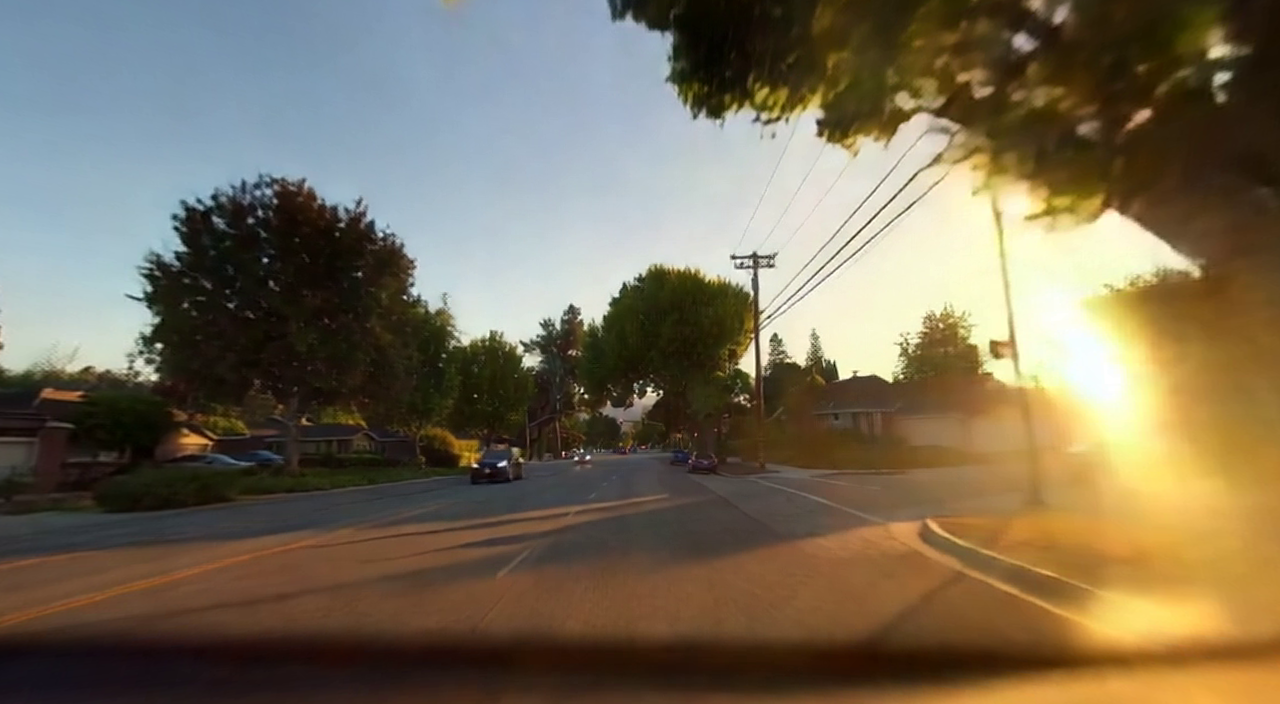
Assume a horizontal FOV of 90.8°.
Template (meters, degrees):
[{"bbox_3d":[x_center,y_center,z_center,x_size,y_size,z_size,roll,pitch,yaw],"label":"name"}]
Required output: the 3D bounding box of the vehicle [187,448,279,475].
[{"bbox_3d":[-28.581,7.688,44.480,4.750,1.845,2.382,0,-9,-1],"label":"vehicle"}]

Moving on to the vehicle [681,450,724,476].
[{"bbox_3d":[3.756,6.733,38.626,2.031,1.500,4.590,0,-9,-1],"label":"vehicle"}]

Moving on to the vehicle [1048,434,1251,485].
[{"bbox_3d":[15.760,3.338,19.741,4.628,1.484,1.946,0,-9,-1],"label":"vehicle"}]

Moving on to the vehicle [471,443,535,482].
[{"bbox_3d":[-6.771,5.515,31.748,2.092,1.810,4.882,0,-9,0],"label":"vehicle"}]

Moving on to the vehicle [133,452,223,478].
[{"bbox_3d":[-28.352,6.965,38.892,1.780,1.467,3.992,-2,-10,21],"label":"vehicle"}]
